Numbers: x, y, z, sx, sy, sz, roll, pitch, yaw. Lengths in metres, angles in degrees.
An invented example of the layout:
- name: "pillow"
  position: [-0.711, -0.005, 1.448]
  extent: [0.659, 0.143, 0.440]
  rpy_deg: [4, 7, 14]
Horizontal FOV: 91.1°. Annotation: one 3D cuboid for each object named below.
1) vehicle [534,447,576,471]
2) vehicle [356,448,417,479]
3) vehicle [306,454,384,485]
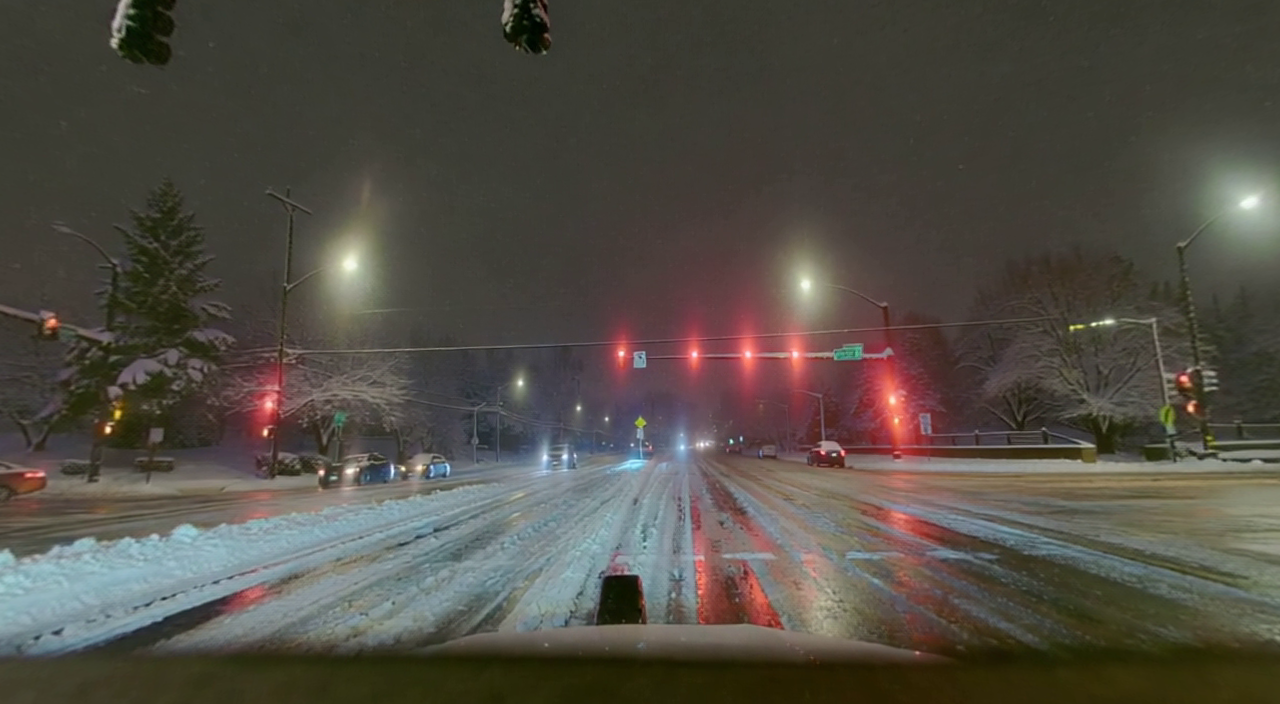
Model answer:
- name: "vehicle"
  position: [-5.571, 7.124, 41.899]
  extent: [2.154, 1.501, 4.416]
  rpy_deg: [0, -9, 0]
- name: "vehicle"
  position: [-16.191, 7.111, 40.427]
  extent: [1.960, 1.819, 5.018]
  rpy_deg: [0, -9, -1]
- name: "vehicle"
  position: [-16.091, 6.381, 34.497]
  extent: [2.055, 1.506, 4.663]
  rpy_deg: [0, -9, -1]
